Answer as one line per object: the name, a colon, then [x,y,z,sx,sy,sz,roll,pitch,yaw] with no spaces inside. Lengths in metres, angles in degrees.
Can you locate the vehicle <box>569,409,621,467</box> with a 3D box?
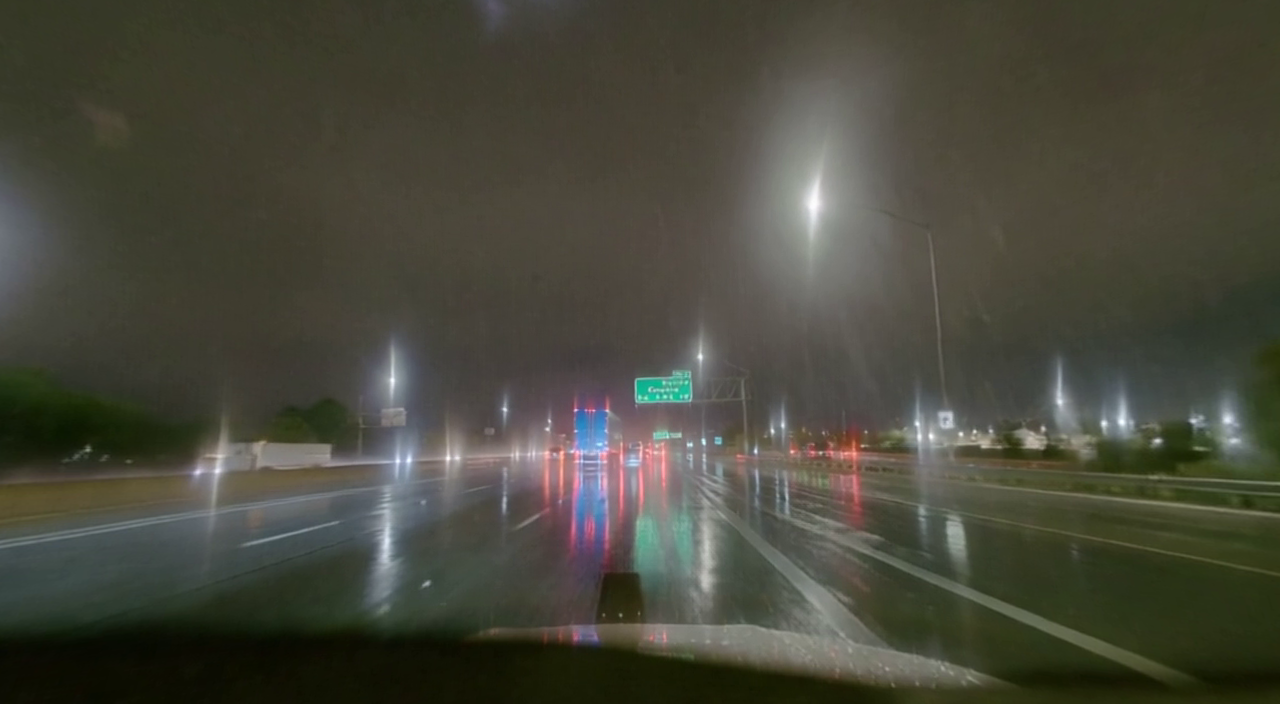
vehicle: [-3.259,6.794,49.018,3.053,3.948,11.288,0,-9,1]

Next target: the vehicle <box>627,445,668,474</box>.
vehicle: [0.382,5.775,34.101,2.066,1.469,4.050,0,-9,0]
